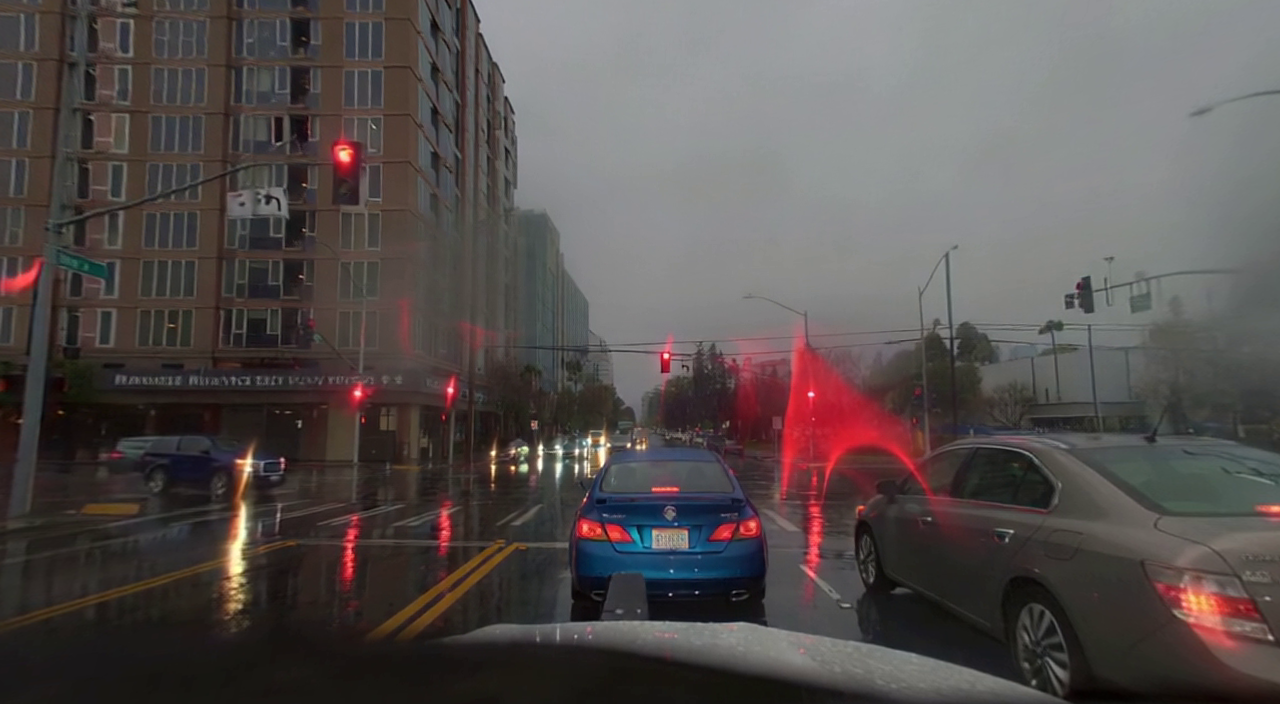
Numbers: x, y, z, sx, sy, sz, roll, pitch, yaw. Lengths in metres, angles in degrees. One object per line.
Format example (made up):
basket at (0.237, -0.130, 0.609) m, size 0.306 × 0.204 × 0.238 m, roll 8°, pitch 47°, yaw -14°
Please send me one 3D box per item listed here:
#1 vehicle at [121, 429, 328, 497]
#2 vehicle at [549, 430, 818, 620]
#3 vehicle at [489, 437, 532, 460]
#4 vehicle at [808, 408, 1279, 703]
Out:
vehicle at (-13.123, 3.443, 19.889) m, size 5.998 × 1.889 × 2.338 m, roll -3°, pitch -9°, yaw 22°
vehicle at (0.232, 1.664, 7.076) m, size 2.132 × 1.464 × 4.089 m, roll 0°, pitch -8°, yaw -3°
vehicle at (-9.235, 6.915, 45.243) m, size 2.030 × 1.596 × 3.912 m, roll -1°, pitch -8°, yaw 3°
vehicle at (2.803, 1.281, 4.559) m, size 1.961 × 1.498 × 4.356 m, roll 0°, pitch -8°, yaw 0°
